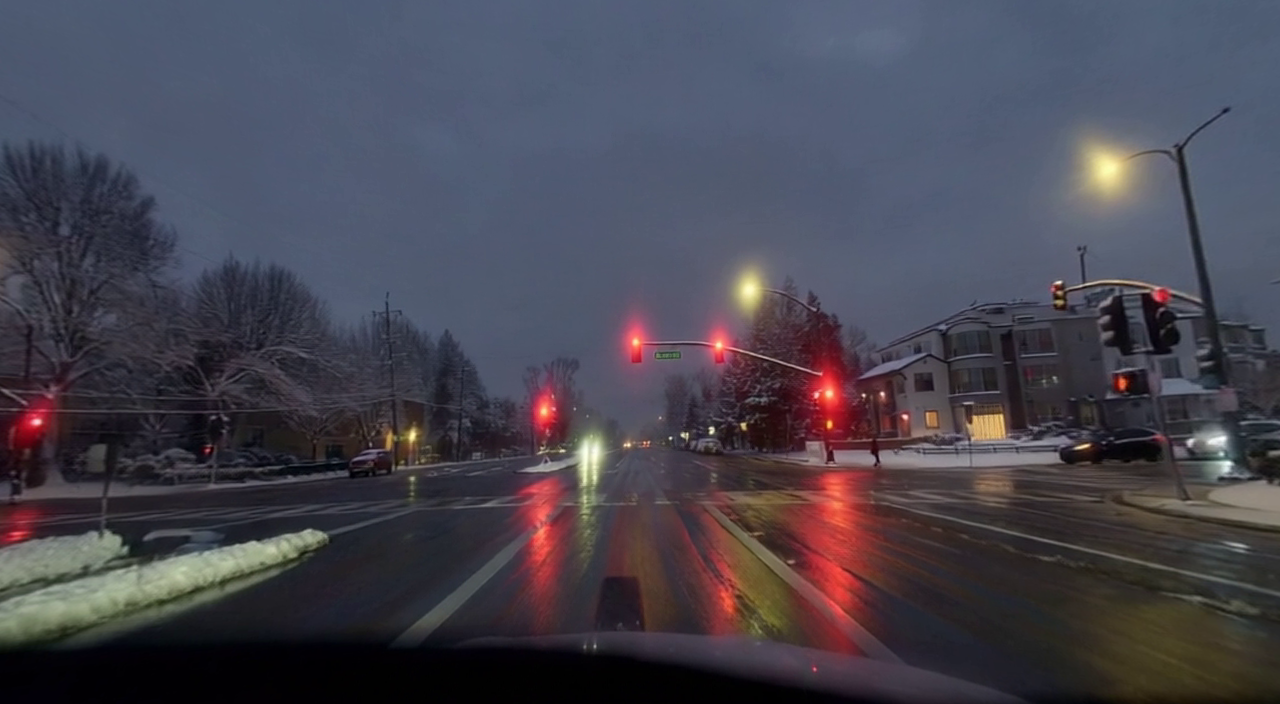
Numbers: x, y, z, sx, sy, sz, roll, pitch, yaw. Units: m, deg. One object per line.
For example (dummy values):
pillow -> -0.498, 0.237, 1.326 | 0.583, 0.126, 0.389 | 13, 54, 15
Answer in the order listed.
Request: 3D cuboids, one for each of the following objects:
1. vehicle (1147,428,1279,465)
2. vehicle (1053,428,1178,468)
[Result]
vehicle -> 27.323, 4.481, 29.962 | 4.910, 1.644, 2.032 | 0, -8, -4
vehicle -> 22.089, 4.459, 29.481 | 4.323, 1.746, 1.872 | 0, -8, -3
